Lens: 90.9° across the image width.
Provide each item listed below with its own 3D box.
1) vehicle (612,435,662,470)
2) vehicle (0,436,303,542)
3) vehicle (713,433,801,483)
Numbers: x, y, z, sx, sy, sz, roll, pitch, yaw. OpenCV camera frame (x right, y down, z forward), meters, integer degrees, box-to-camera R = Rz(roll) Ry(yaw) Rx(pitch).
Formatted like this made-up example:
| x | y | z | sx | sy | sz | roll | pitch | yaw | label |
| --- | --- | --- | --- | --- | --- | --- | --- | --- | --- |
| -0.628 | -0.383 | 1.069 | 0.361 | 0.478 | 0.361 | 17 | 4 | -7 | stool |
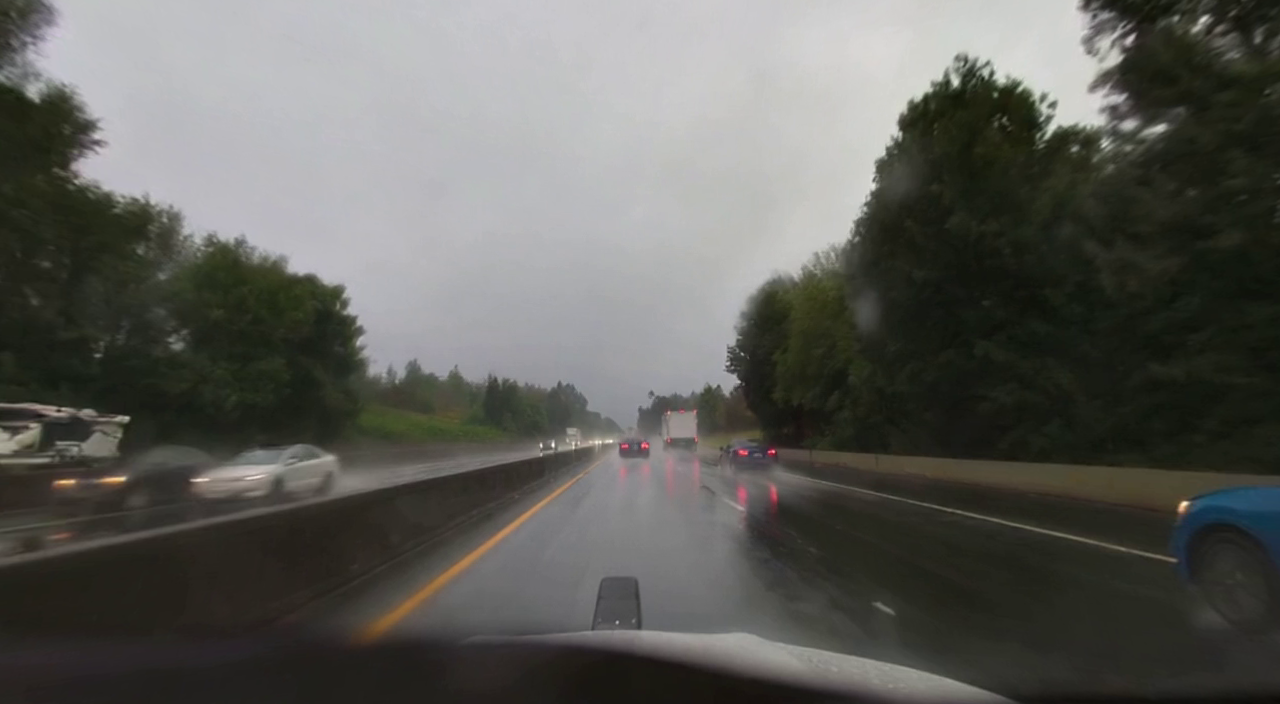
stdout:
| x | y | z | sx | sy | sz | roll | pitch | yaw | label |
| --- | --- | --- | --- | --- | --- | --- | --- | --- | --- |
| -0.141 | 4.583 | 29.099 | 2.143 | 1.466 | 3.693 | 0 | -8 | 0 | vehicle |
| -9.165 | 2.500 | 12.519 | 2.103 | 1.616 | 5.187 | 0 | -8 | 0 | vehicle |
| 3.775 | 3.483 | 21.222 | 2.004 | 1.469 | 4.472 | 0 | -8 | -2 | vehicle |
